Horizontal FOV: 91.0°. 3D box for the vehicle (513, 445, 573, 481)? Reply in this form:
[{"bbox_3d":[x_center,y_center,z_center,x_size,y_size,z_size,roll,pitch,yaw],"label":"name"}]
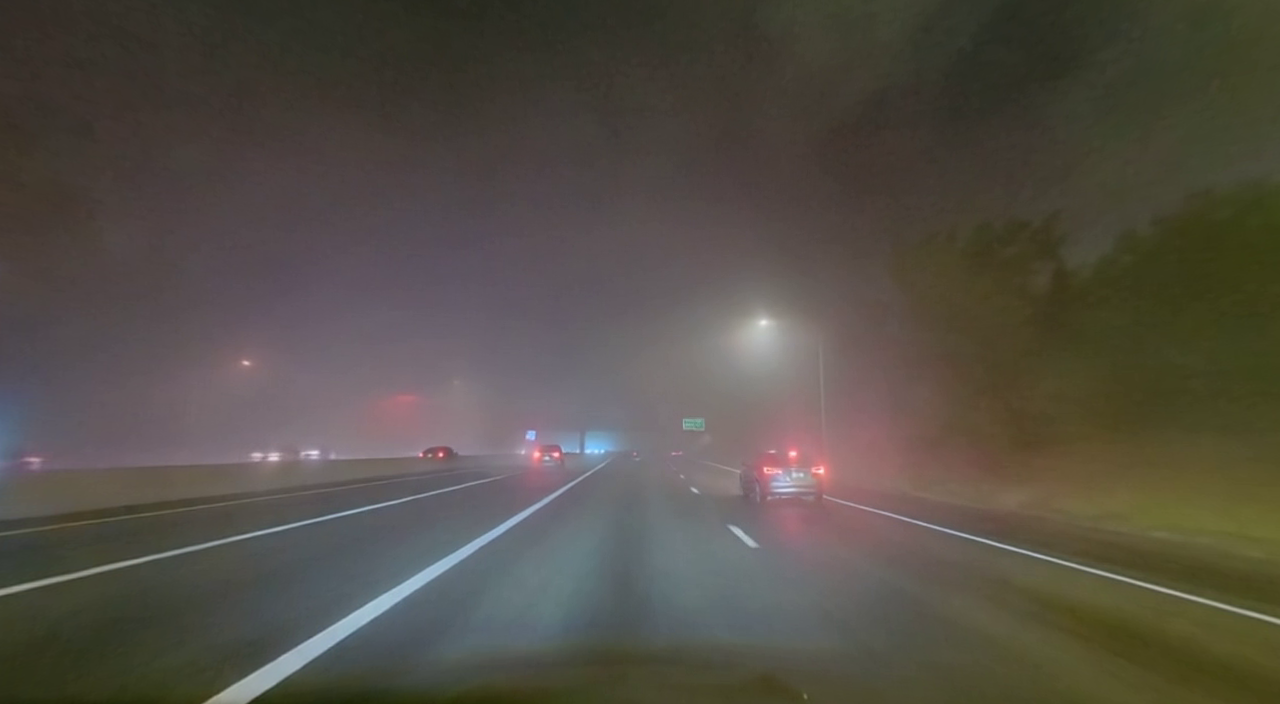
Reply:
[{"bbox_3d":[-4.486,5.208,29.826,2.072,1.545,4.687,0,-9,0],"label":"vehicle"}]

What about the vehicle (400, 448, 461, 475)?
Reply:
[{"bbox_3d":[-12.216,6.393,37.025,1.919,1.497,4.765,0,-9,0],"label":"vehicle"}]

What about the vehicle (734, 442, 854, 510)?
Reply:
[{"bbox_3d":[3.886,3.200,16.747,2.079,1.535,4.316,0,-9,0],"label":"vehicle"}]

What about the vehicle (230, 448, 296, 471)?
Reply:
[{"bbox_3d":[-28.990,8.241,48.618,2.064,1.663,4.851,0,-9,0],"label":"vehicle"}]
